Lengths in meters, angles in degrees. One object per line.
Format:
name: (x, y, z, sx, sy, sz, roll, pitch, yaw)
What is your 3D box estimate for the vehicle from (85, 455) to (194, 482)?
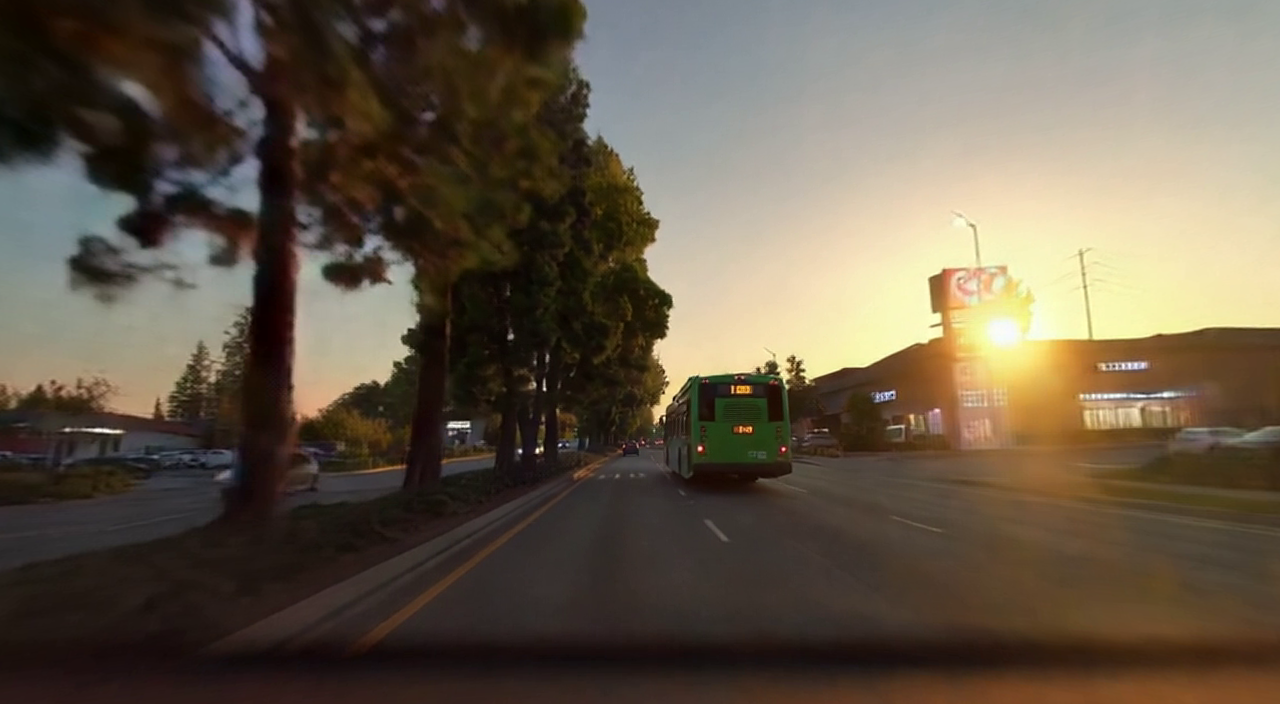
vehicle: (-31.813, 7.375, 40.116, 1.983, 1.531, 5.126, -8, -11, 44)

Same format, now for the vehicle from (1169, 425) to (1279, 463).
vehicle: (23.993, 3.600, 24.685, 4.659, 1.434, 1.900, -1, -8, 2)

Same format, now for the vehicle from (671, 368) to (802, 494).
vehicle: (2.753, 2.718, 21.188, 2.766, 3.306, 9.281, 0, -8, -1)

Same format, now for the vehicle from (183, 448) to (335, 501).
vehicle: (-12.412, 3.984, 20.955, 2.081, 1.492, 4.668, 0, -8, 1)
